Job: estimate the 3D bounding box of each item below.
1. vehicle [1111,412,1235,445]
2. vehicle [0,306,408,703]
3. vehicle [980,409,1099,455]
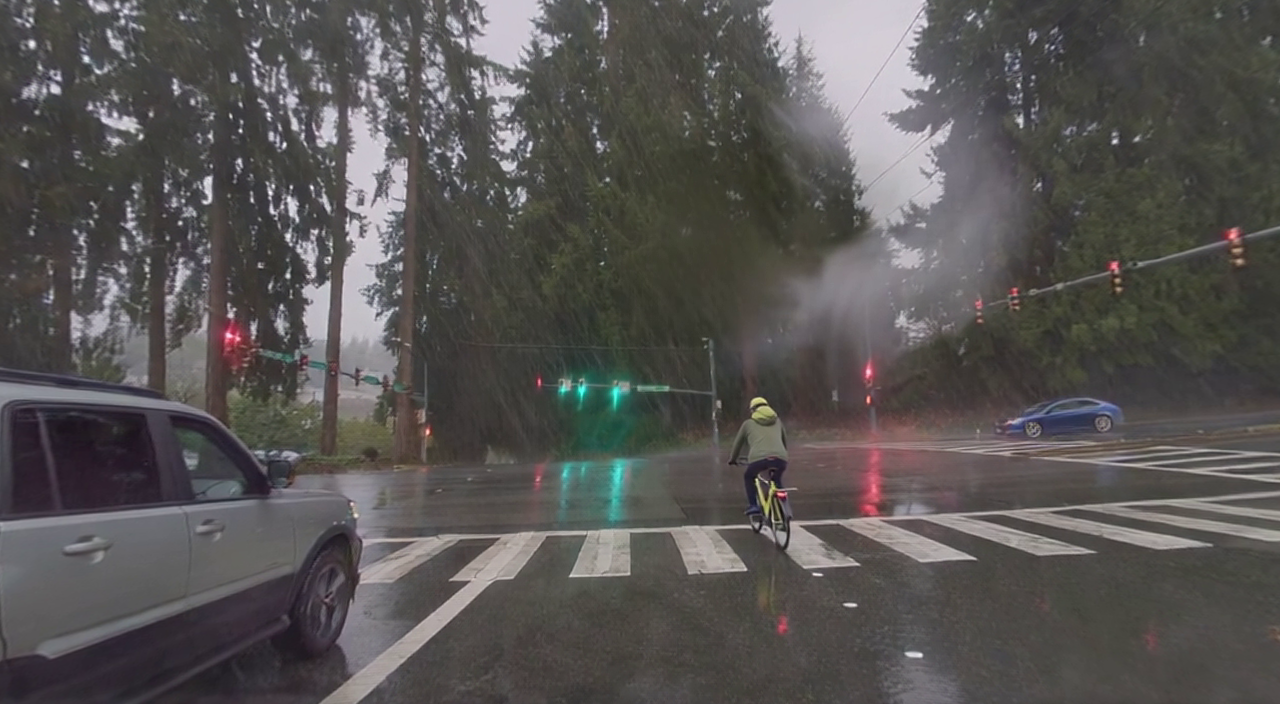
[{"bbox_3d":[25.744,3.739,30.485,4.716,1.507,1.904,2,-9,-11],"label":"vehicle"},{"bbox_3d":[-2.963,0.887,2.863,2.049,1.756,4.602,0,-8,0],"label":"vehicle"},{"bbox_3d":[18.571,3.751,29.372,4.237,1.948,1.997,0,-9,-9],"label":"vehicle"}]
